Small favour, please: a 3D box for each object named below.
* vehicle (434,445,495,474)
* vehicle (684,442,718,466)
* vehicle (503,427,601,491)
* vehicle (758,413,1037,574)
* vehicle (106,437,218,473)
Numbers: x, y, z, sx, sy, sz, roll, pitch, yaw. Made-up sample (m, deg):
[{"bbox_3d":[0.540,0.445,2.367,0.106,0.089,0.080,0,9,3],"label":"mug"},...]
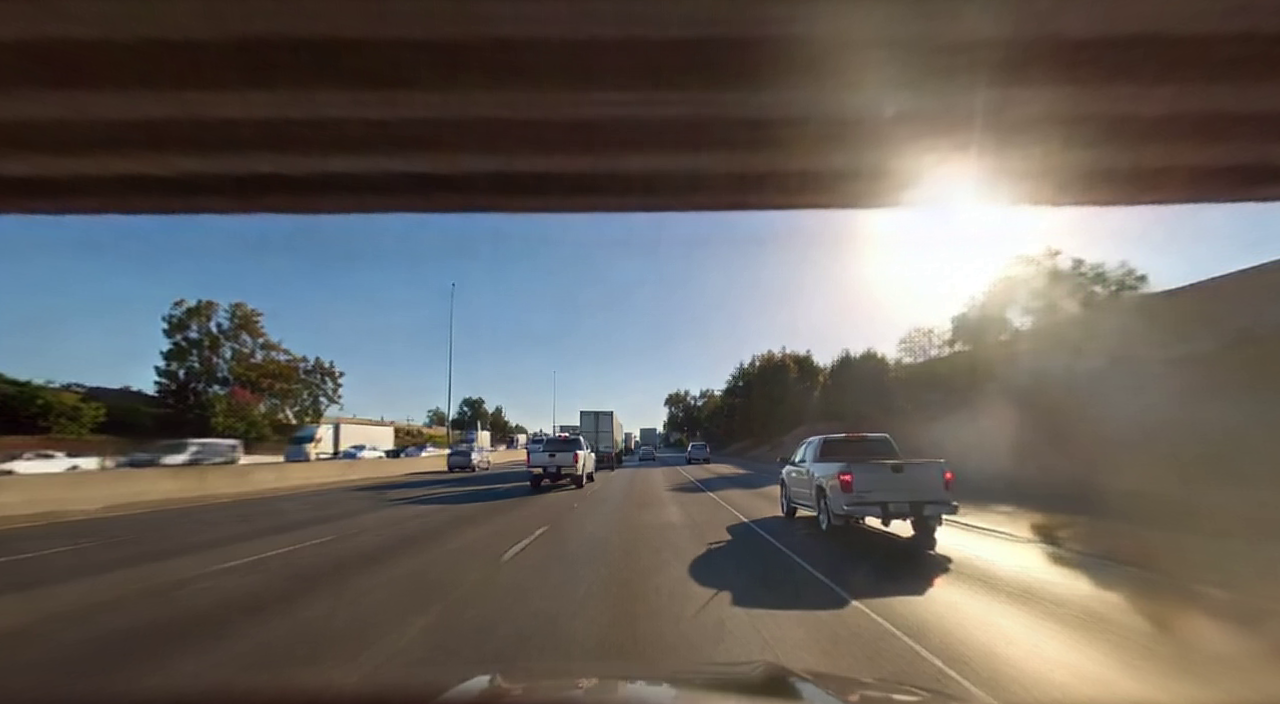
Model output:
[{"bbox_3d":[-9.707,5.982,35.279,1.981,1.495,4.834,0,-9,1],"label":"vehicle"},{"bbox_3d":[4.494,7.602,46.963,2.026,1.661,3.865,0,-9,-1],"label":"vehicle"},{"bbox_3d":[-3.043,3.952,23.691,2.645,2.023,6.491,-1,-9,1],"label":"vehicle"},{"bbox_3d":[3.117,1.816,8.854,2.028,1.658,4.334,0,-9,0],"label":"vehicle"},{"bbox_3d":[-21.393,4.626,28.447,2.145,1.512,3.656,0,-9,0],"label":"vehicle"}]
